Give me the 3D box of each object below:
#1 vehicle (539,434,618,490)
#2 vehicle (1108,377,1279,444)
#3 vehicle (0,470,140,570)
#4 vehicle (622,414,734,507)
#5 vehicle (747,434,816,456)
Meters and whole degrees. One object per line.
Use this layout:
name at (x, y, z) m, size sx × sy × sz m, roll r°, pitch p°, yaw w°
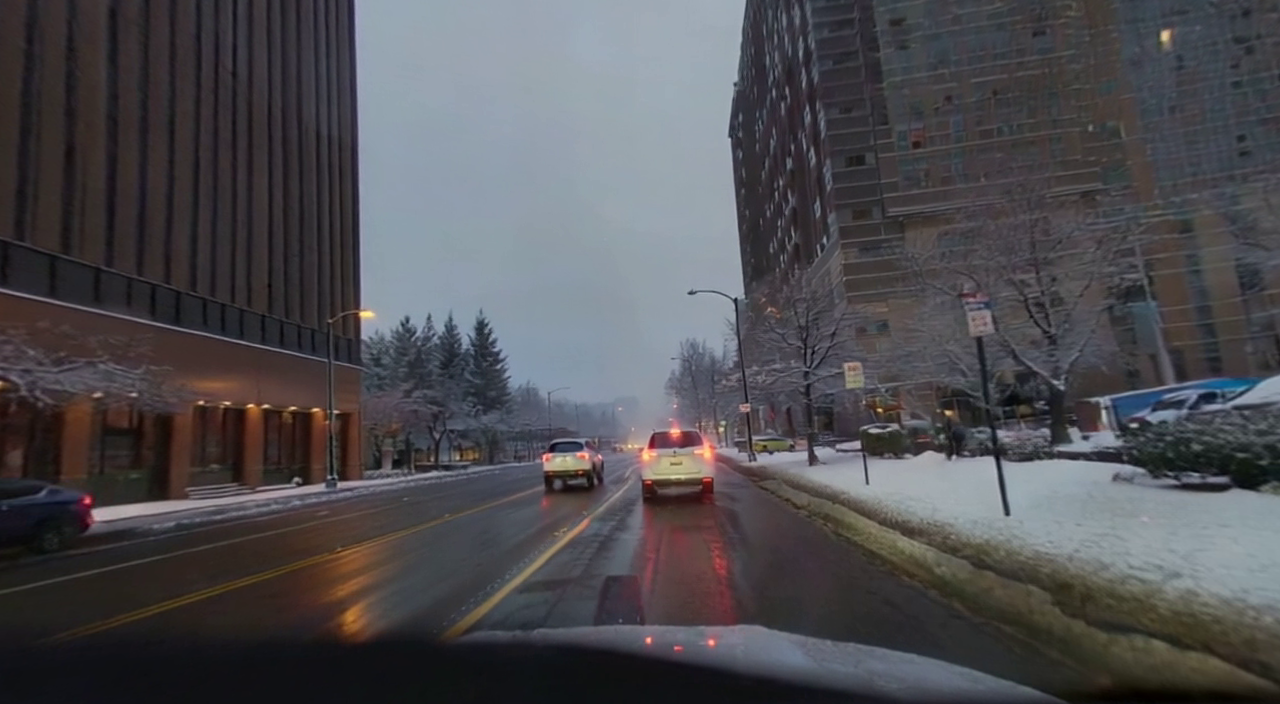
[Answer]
vehicle at (-1.961, 3.722, 21.596) m, size 2.023 × 1.702 × 4.152 m, roll -1°, pitch -9°, yaw 4°
vehicle at (13.408, 1.358, 14.275) m, size 4.189 × 1.395 × 1.725 m, roll -1°, pitch -8°, yaw 2°
vehicle at (-11.587, 2.824, 10.393) m, size 2.103 × 1.514 × 5.374 m, roll -1°, pitch -9°, yaw 4°
vehicle at (0.890, 2.658, 15.835) m, size 2.352 × 1.953 × 4.796 m, roll -1°, pitch -8°, yaw 2°
vehicle at (10.054, 6.633, 45.132) m, size 4.426 × 1.490 × 1.862 m, roll -1°, pitch -8°, yaw 2°
